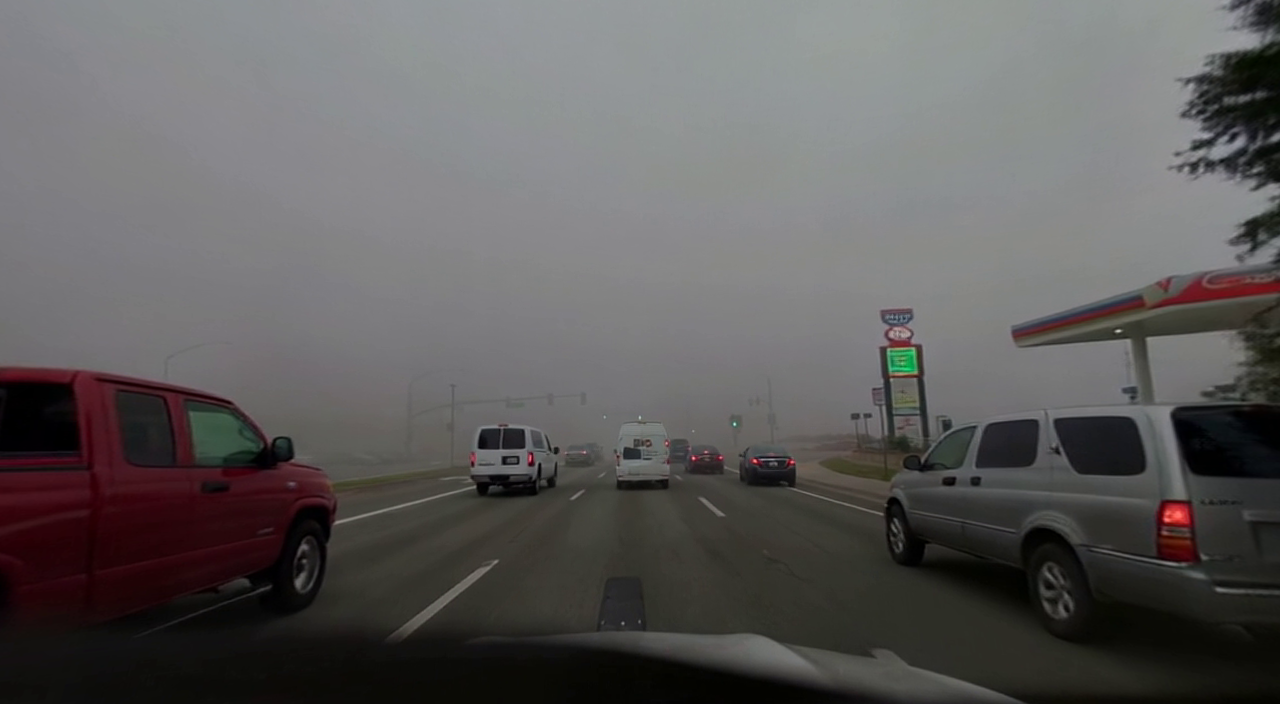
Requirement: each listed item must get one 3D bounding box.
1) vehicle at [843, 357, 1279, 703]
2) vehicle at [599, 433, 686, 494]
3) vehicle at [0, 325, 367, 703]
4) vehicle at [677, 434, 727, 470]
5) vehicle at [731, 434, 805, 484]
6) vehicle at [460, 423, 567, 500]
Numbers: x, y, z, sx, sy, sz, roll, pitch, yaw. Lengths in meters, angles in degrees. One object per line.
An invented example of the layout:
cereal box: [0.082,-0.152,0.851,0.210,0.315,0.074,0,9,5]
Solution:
vehicle: [3.644,1.262,5.520,2.055,1.786,4.817,0,-8,0]
vehicle: [0.062,3.541,20.466,2.426,1.703,5.602,0,-8,0]
vehicle: [-3.495,0.850,2.955,2.002,1.747,5.173,0,-8,1]
vehicle: [3.298,5.423,34.338,2.193,1.795,5.130,0,-8,0]
vehicle: [4.749,4.040,23.993,2.119,1.696,4.623,-1,-8,4]
vehicle: [-3.505,3.151,18.477,2.025,1.936,4.995,0,-8,1]
